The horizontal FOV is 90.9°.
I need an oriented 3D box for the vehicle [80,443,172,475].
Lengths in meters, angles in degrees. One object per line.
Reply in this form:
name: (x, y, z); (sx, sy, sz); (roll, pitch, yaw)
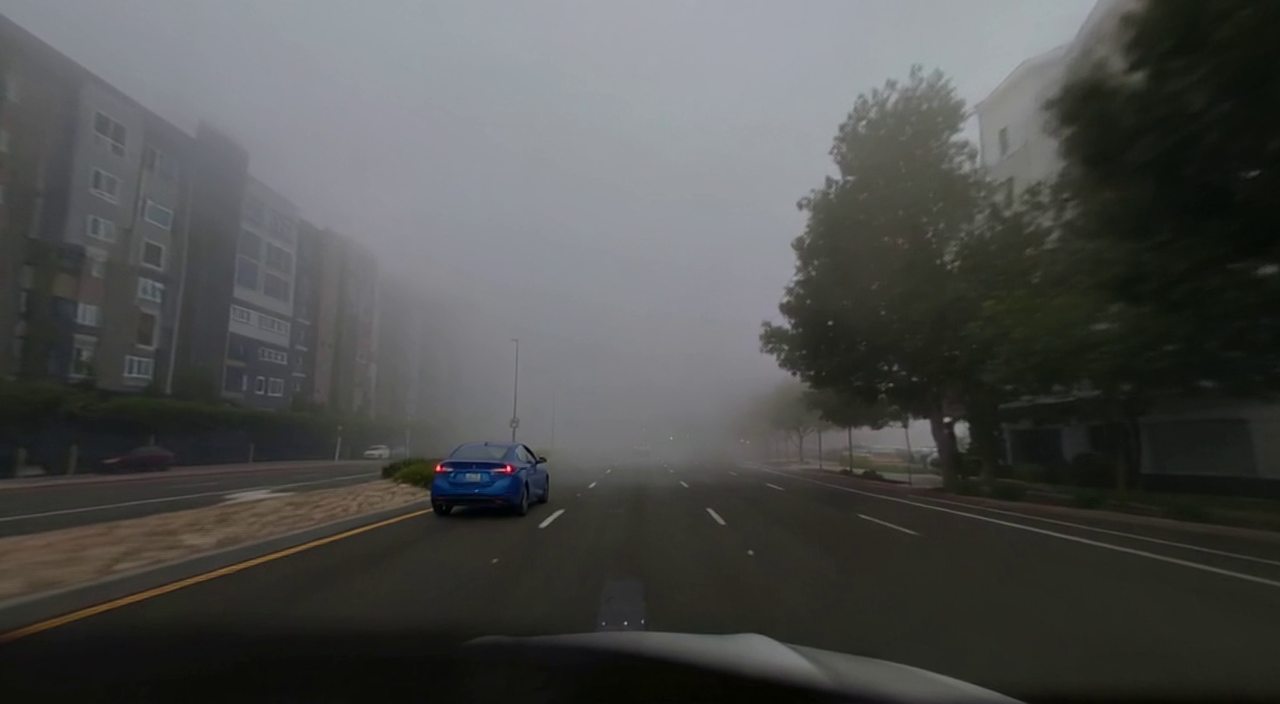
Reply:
vehicle: (-27.734, 5.745, 34.238); (1.940, 1.531, 5.040); (2, -8, -16)

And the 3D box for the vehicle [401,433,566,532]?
vehicle: (-2.824, 2.444, 12.534); (2.009, 1.489, 4.543); (-3, -8, 1)
